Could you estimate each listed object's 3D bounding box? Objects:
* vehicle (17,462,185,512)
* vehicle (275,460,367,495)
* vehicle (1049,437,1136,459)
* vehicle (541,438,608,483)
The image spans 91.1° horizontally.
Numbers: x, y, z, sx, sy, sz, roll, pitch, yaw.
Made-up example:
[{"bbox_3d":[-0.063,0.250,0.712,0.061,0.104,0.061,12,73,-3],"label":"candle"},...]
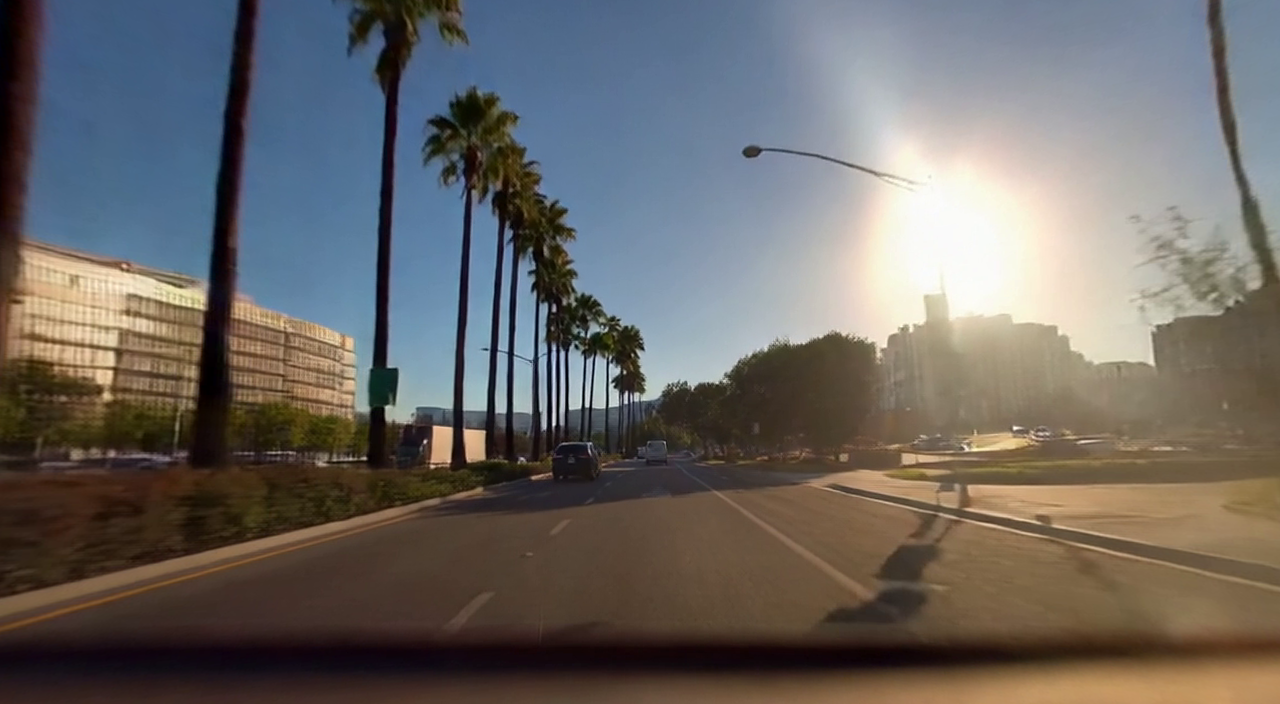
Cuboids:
[{"bbox_3d":[-19.769,4.938,23.385,1.955,1.514,4.685,0,-9,2],"label":"vehicle"},{"bbox_3d":[-15.999,6.302,31.789,2.255,1.551,4.298,0,-9,2],"label":"vehicle"},{"bbox_3d":[32.806,7.000,45.629,4.637,1.545,1.925,-3,-9,19],"label":"vehicle"},{"bbox_3d":[-2.797,4.803,28.016,2.188,1.819,4.667,-1,-9,4],"label":"vehicle"}]
